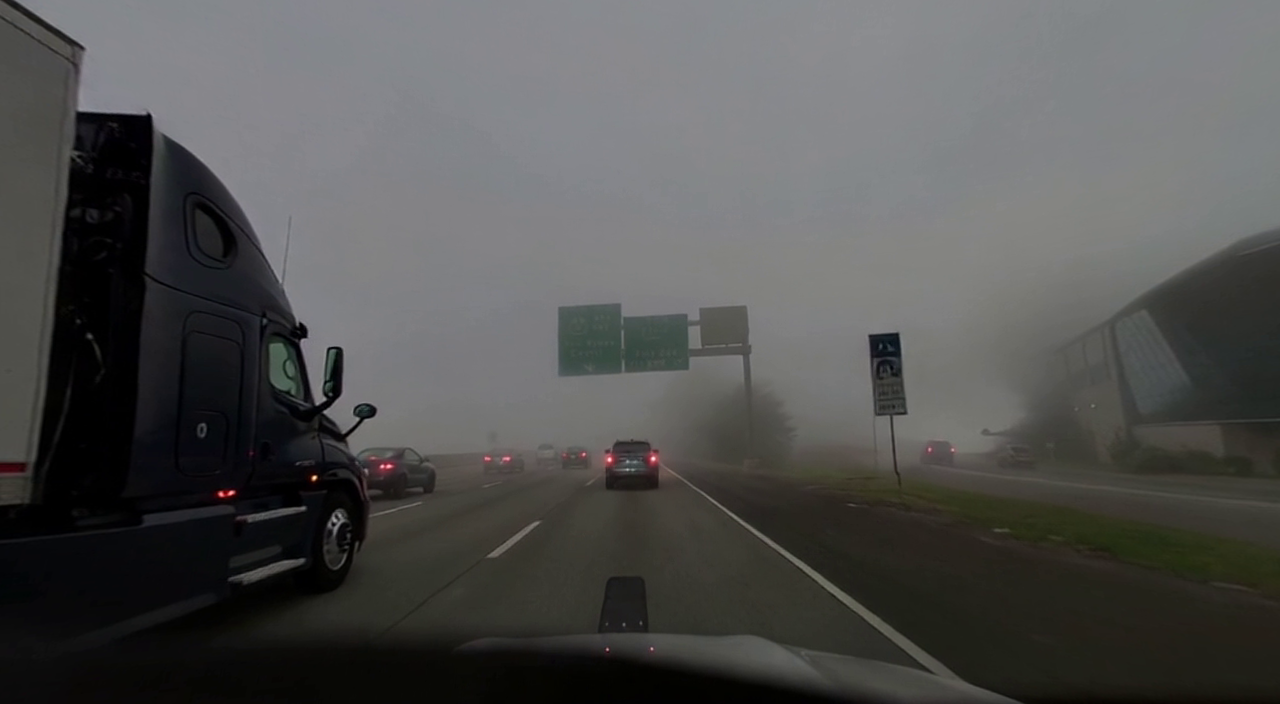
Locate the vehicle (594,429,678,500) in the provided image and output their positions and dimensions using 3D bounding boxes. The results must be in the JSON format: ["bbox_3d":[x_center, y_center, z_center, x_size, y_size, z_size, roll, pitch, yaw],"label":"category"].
[{"bbox_3d":[-0.071,3.170,18.090,2.152,1.779,3.924,0,-9,1],"label":"vehicle"}]

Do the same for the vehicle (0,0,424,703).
[{"bbox_3d":[-3.869,-0.460,2.024,2.990,3.885,8.540,0,-9,2],"label":"vehicle"}]

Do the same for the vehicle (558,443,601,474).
[{"bbox_3d":[-3.440,6.136,36.588,1.952,1.649,4.131,0,-9,1],"label":"vehicle"}]

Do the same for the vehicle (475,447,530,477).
[{"bbox_3d":[-7.131,5.747,33.180,1.869,1.466,4.217,0,-9,1],"label":"vehicle"}]
